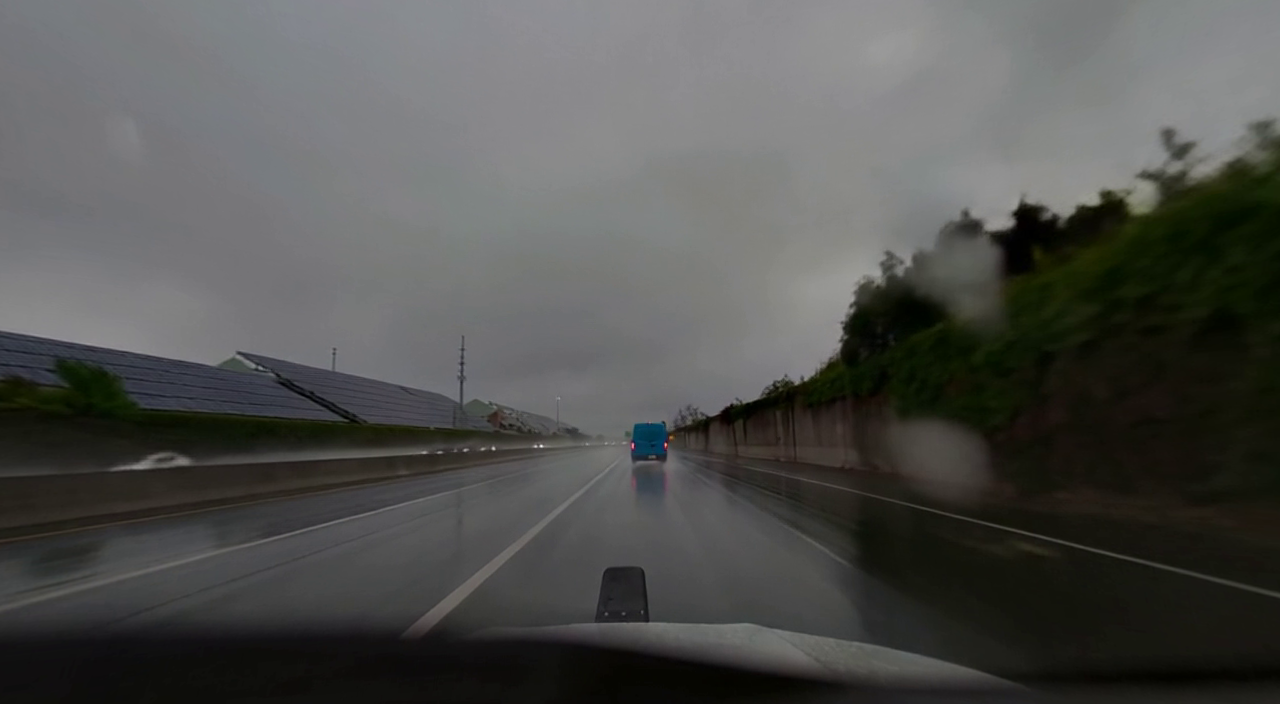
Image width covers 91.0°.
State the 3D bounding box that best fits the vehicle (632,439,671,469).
[{"bbox_3d":[0.567,5.431,33.635,1.997,1.484,3.409,0,-8,0],"label":"vehicle"}]
